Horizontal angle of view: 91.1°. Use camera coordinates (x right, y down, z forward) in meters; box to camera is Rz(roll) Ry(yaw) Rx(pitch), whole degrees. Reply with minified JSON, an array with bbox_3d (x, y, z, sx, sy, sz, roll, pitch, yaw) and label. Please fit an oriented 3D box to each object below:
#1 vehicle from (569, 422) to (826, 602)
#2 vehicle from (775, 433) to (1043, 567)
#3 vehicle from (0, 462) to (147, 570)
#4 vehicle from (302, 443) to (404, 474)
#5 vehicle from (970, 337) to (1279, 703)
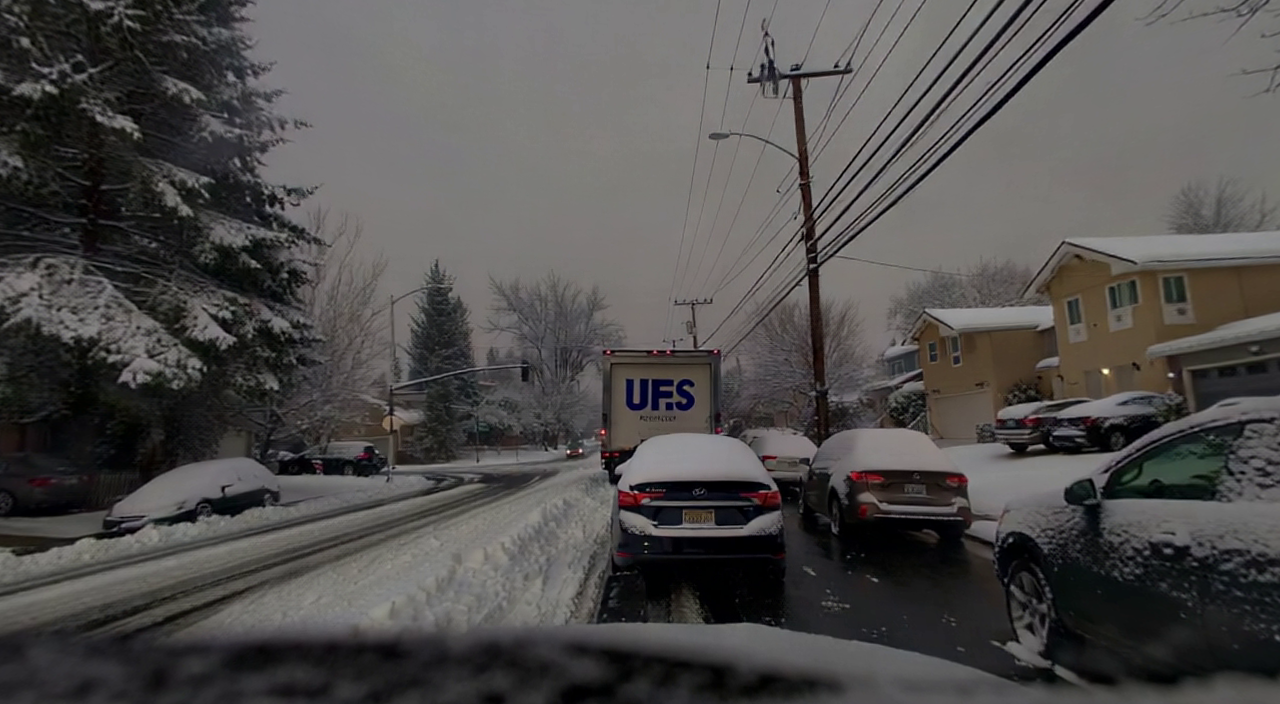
[{"bbox_3d":[0.481,1.679,7.543,2.158,1.499,4.377,0,-8,0],"label":"vehicle"},{"bbox_3d":[3.509,2.001,9.343,1.993,1.479,4.487,0,-8,0],"label":"vehicle"},{"bbox_3d":[-10.351,2.485,9.477,1.925,1.482,4.753,0,-8,0],"label":"vehicle"},{"bbox_3d":[-17.430,6.474,38.304,5.274,1.793,1.921,0,-8,3],"label":"vehicle"},{"bbox_3d":[3.310,0.770,1.922,2.069,1.722,4.888,0,-8,2],"label":"vehicle"}]
